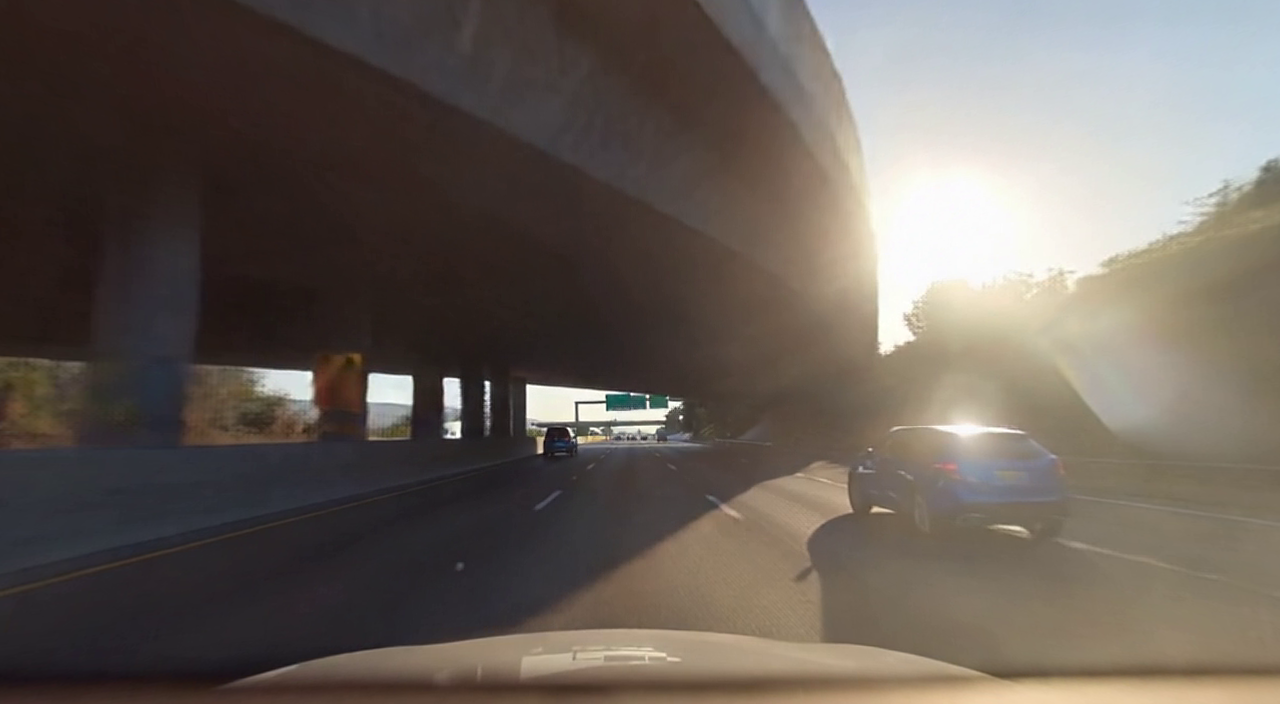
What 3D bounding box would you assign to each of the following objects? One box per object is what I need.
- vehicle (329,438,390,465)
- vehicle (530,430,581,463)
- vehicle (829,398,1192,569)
[{"bbox_3d":[-17.077,6.051,38.439,1.821,1.537,4.168,0,-8,-1],"label":"vehicle"},{"bbox_3d":[-4.087,4.639,31.100,2.032,1.465,4.316,0,-8,-1],"label":"vehicle"},{"bbox_3d":[4.088,1.494,7.948,2.011,1.576,4.060,0,-8,-2],"label":"vehicle"}]
